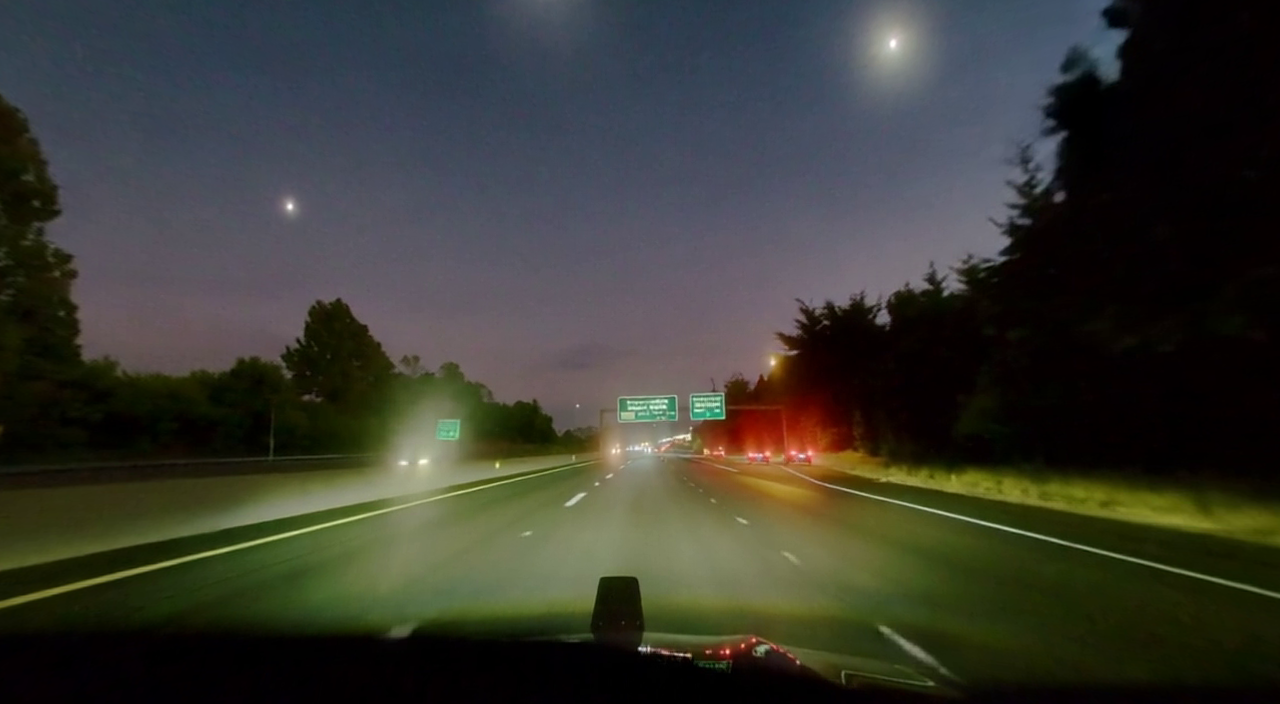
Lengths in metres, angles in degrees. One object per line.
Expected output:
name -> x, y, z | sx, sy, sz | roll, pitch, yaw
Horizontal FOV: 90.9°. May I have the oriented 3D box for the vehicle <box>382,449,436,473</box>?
vehicle -> -16.197, 7.641, 44.405 | 2.014, 1.616, 4.329 | 0, -9, 2
